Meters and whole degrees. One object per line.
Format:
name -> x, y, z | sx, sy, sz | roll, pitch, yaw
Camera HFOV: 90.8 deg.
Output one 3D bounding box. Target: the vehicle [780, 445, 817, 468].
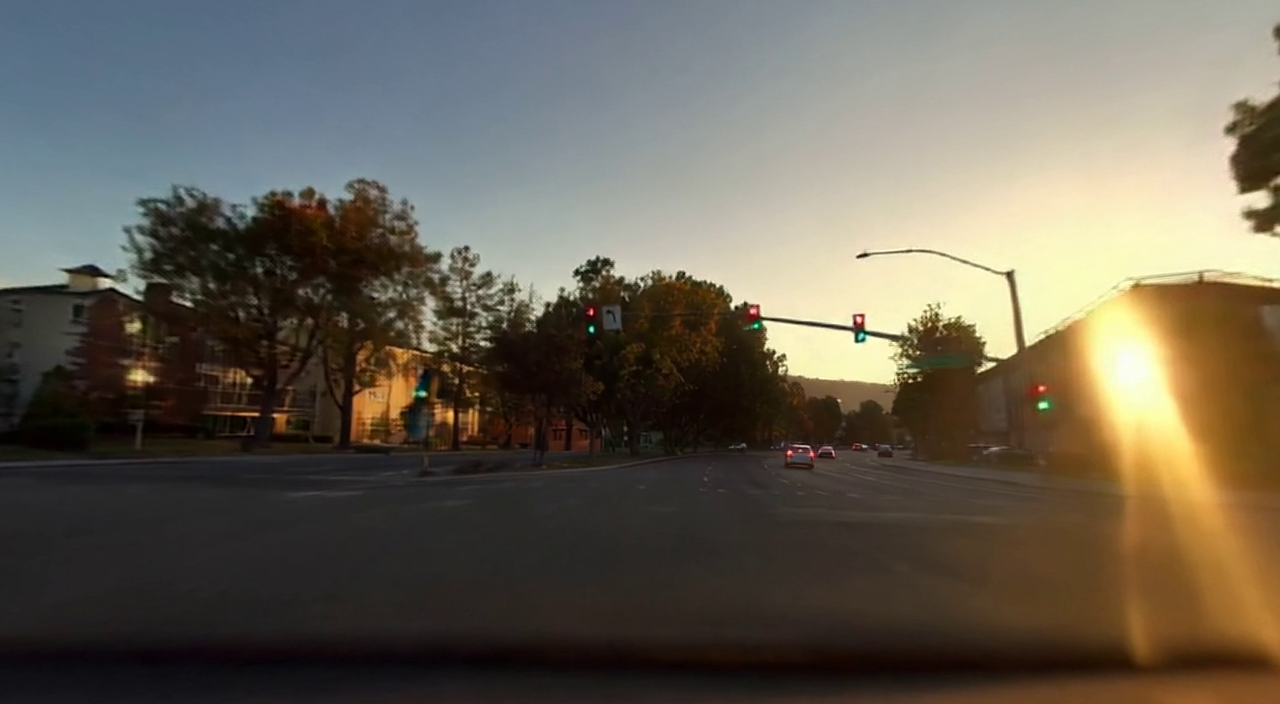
vehicle -> 10.740, 7.088, 43.160 | 1.988, 1.460, 3.996 | -1, -9, 8
